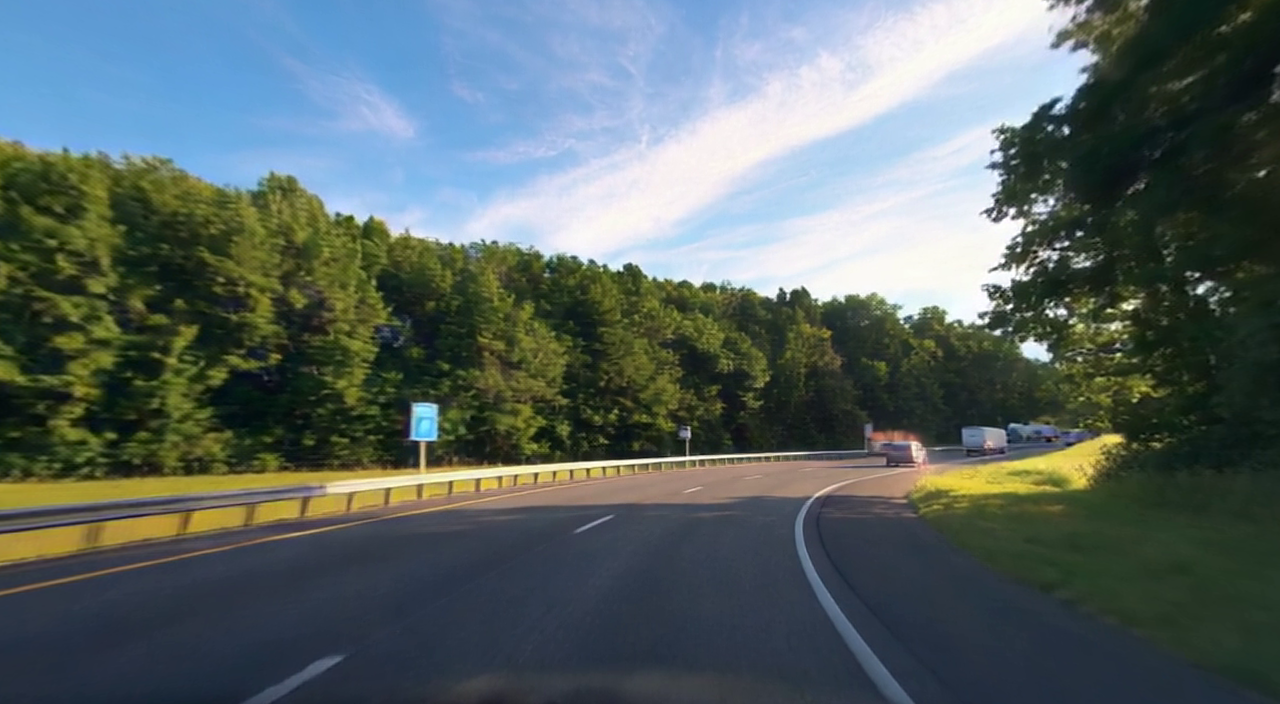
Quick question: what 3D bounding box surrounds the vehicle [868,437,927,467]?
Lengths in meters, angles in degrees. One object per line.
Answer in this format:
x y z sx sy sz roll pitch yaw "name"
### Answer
15.480 5.969 37.778 2.221 1.674 4.325 -7 -11 36 "vehicle"
